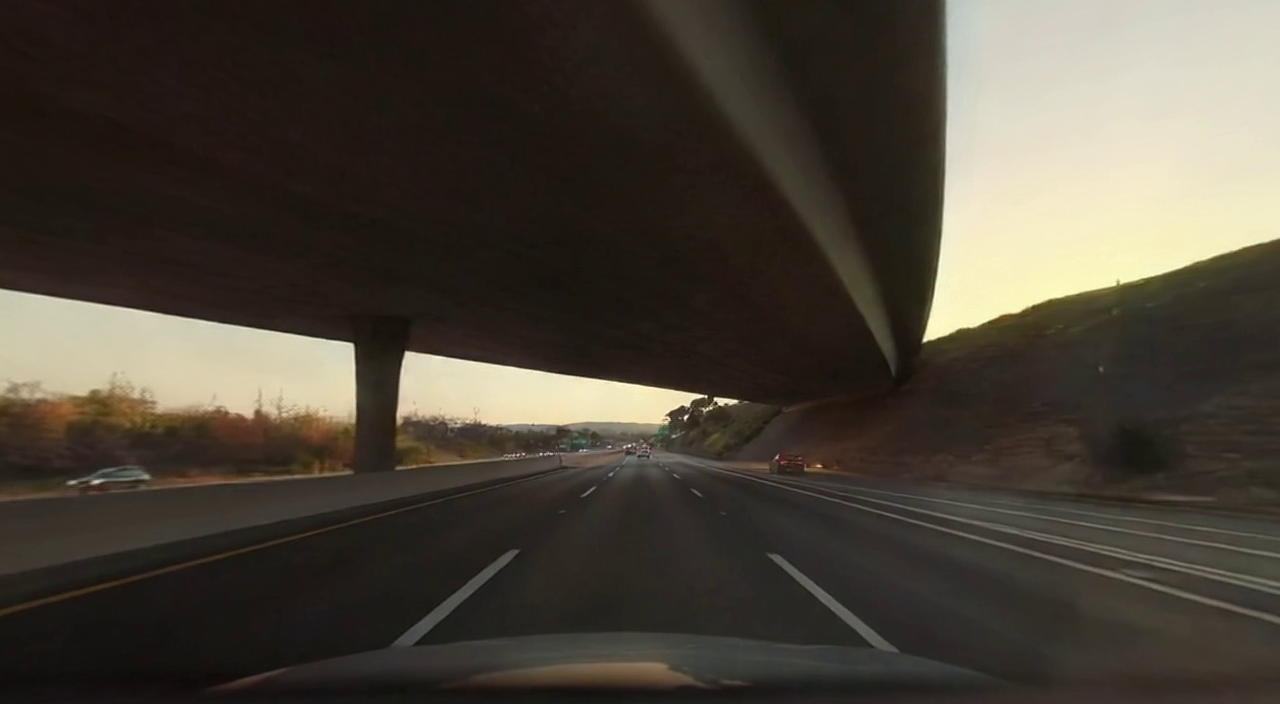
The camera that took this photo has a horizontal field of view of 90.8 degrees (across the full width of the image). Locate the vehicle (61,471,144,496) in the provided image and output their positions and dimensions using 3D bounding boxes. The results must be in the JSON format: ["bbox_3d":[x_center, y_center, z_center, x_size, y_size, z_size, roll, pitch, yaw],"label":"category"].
[{"bbox_3d":[-38.901,9.505,45.864,1.790,1.478,4.720,-1,-9,2],"label":"vehicle"}]
